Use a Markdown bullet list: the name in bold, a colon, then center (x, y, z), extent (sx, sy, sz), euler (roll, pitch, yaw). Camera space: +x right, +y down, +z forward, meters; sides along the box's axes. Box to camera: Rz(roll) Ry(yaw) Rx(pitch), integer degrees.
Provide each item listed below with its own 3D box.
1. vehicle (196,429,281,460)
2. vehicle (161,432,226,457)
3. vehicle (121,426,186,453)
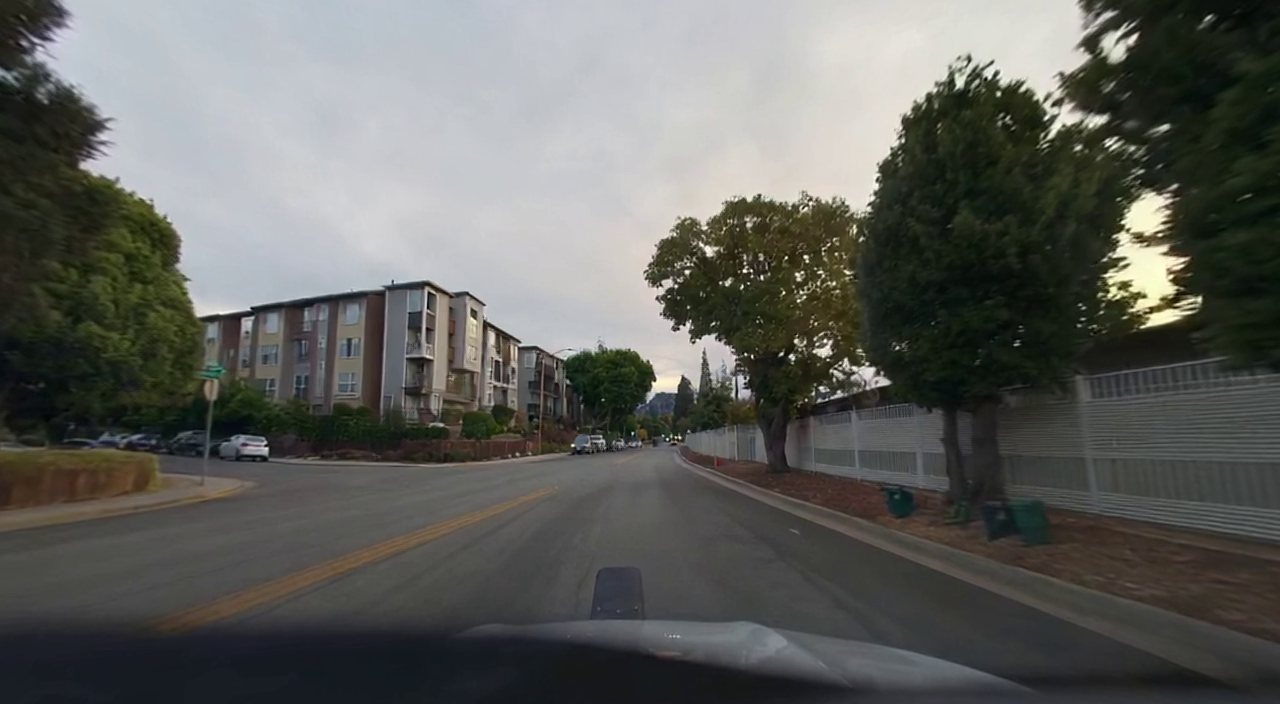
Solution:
- **vehicle**: center (-24.674, 5.680, 38.783), extent (5.078, 1.794, 2.210), euler (-5, -10, 30)
- **vehicle**: center (-29.321, 6.069, 41.449), extent (4.245, 1.564, 1.895), euler (-5, -10, 32)
- **vehicle**: center (-34.587, 6.254, 44.883), extent (4.503, 1.838, 2.069), euler (-5, -10, 32)
